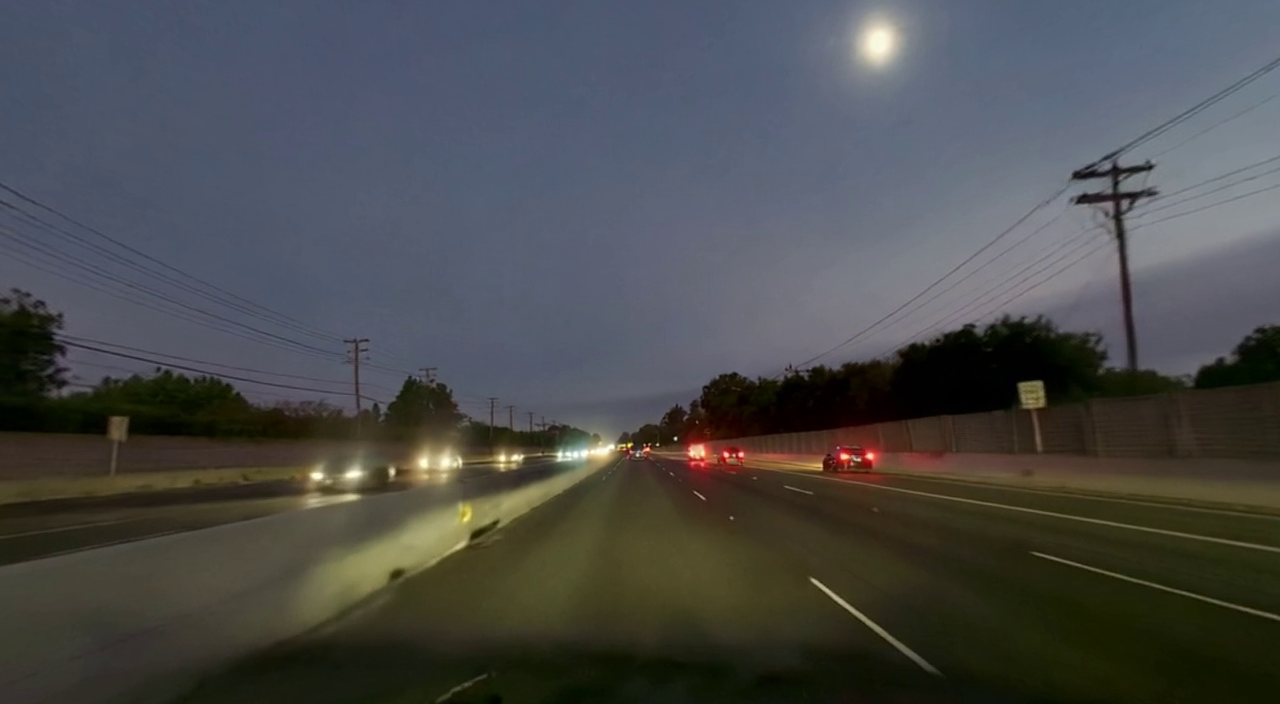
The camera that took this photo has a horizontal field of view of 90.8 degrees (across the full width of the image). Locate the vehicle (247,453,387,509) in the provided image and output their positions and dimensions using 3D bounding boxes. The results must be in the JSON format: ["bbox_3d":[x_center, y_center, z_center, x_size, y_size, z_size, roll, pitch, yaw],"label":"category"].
[{"bbox_3d":[-9.971,3.970,19.987,1.989,1.498,4.593,0,-9,0],"label":"vehicle"}]

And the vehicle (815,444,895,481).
[{"bbox_3d":[9.654,4.978,28.785,1.969,1.506,4.422,0,-9,-1],"label":"vehicle"}]

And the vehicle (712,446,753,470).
[{"bbox_3d":[6.437,7.386,44.252,2.069,1.520,4.614,0,-9,-1],"label":"vehicle"}]
